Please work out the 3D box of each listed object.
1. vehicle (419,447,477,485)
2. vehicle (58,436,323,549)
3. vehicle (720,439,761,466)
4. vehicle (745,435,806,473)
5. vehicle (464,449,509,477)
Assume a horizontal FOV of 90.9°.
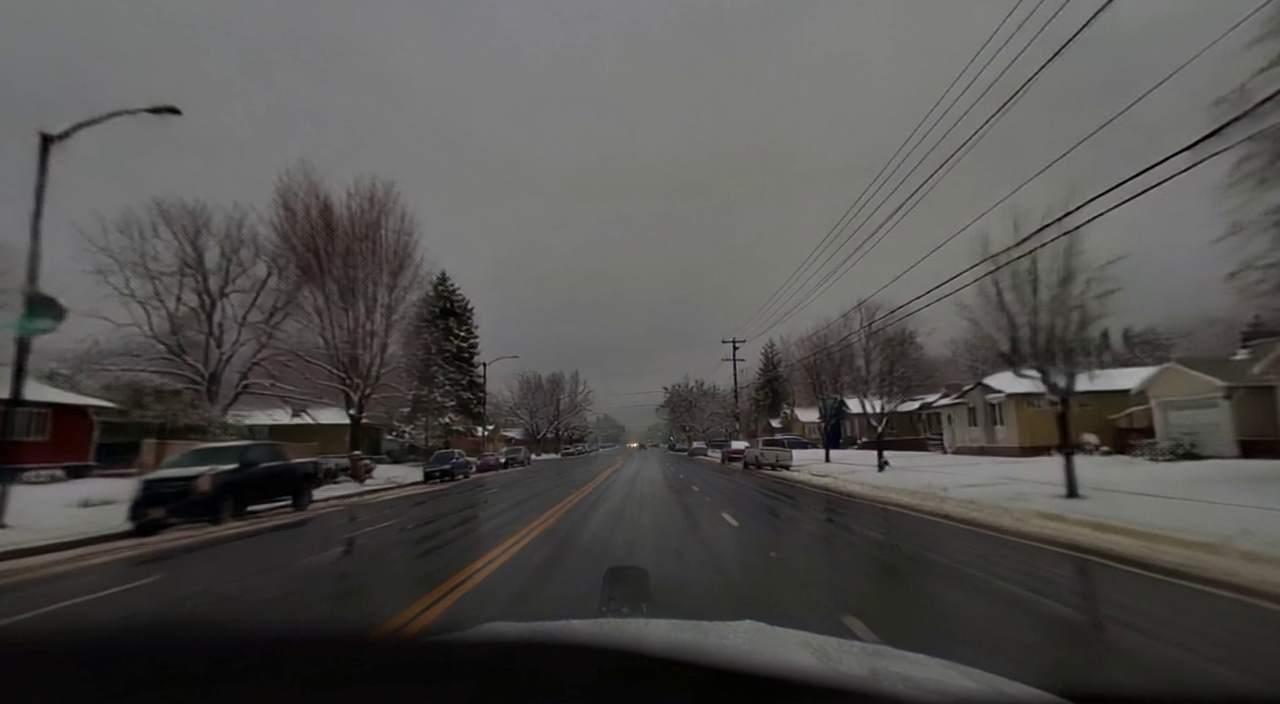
[{"bbox_3d":[-10.135,5.993,33.509,1.974,1.696,4.336,-3,-8,-4],"label":"vehicle"},{"bbox_3d":[-10.379,3.179,15.396,2.419,2.001,5.566,-3,-7,0],"label":"vehicle"},{"bbox_3d":[7.103,7.170,45.142,2.194,1.741,4.800,-1,-9,1],"label":"vehicle"},{"bbox_3d":[7.062,5.405,33.496,2.128,1.823,4.834,-1,-8,0],"label":"vehicle"},{"bbox_3d":[-10.197,7.346,42.115,1.932,1.472,4.516,-4,-7,-2],"label":"vehicle"}]
